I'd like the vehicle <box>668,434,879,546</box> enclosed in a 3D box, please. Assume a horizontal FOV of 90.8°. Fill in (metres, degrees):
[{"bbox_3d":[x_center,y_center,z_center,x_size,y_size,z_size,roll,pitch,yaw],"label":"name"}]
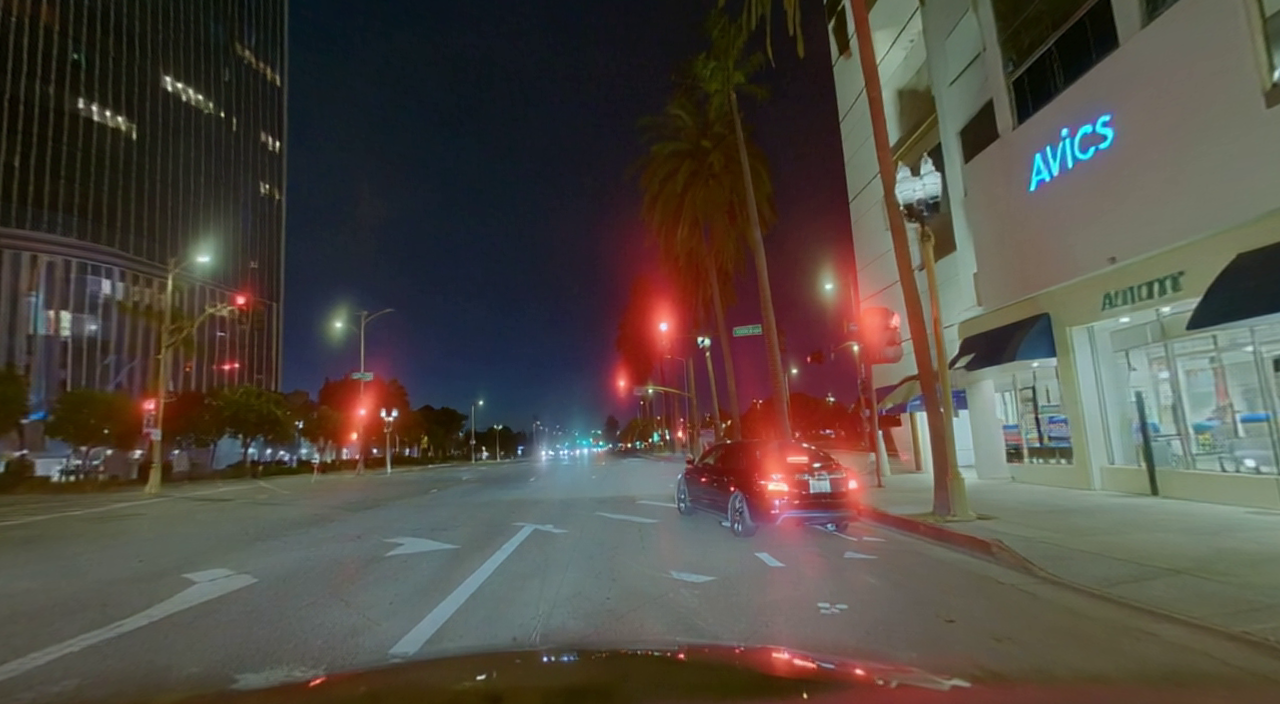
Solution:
[{"bbox_3d":[1.921,2.186,10.873,2.090,1.466,4.676,1,-8,-7],"label":"vehicle"}]
